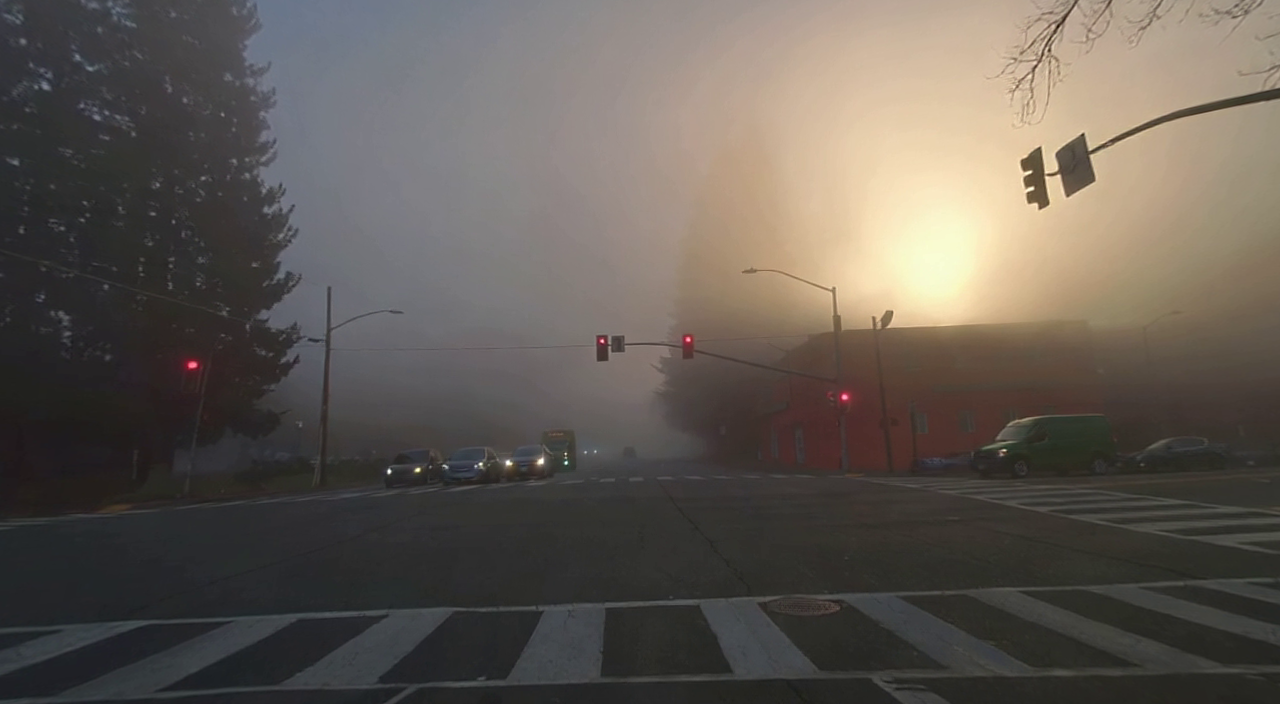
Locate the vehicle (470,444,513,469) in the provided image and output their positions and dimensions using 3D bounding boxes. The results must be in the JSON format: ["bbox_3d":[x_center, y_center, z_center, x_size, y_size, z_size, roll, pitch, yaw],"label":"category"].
[{"bbox_3d":[-9.022,6.374,38.752,1.779,1.460,4.463,0,-9,-3],"label":"vehicle"}]

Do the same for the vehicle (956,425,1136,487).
[{"bbox_3d":[14.839,3.760,23.120,5.910,2.046,2.228,3,-9,-19],"label":"vehicle"}]

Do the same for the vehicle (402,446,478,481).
[{"bbox_3d":[-9.012,5.037,28.886,2.024,1.460,4.381,0,-9,0],"label":"vehicle"}]

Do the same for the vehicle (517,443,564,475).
[{"bbox_3d":[-4.794,5.186,30.887,1.846,1.416,4.228,0,-9,-3],"label":"vehicle"}]
